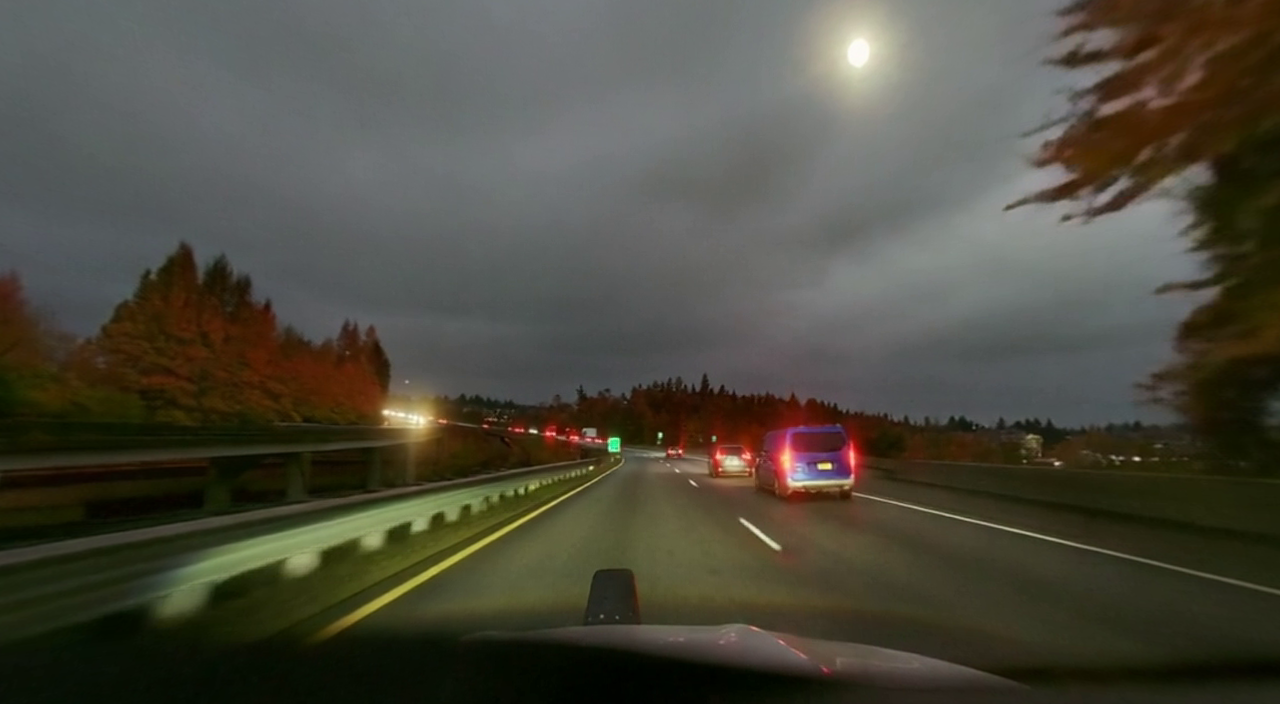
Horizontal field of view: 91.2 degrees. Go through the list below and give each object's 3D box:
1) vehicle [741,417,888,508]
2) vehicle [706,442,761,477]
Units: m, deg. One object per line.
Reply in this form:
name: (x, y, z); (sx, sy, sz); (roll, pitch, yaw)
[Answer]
vehicle: (4.150, 2.755, 15.954); (2.205, 1.923, 4.956); (0, -9, -1)
vehicle: (4.394, 5.125, 29.994); (1.952, 1.536, 4.036); (0, -9, -1)
